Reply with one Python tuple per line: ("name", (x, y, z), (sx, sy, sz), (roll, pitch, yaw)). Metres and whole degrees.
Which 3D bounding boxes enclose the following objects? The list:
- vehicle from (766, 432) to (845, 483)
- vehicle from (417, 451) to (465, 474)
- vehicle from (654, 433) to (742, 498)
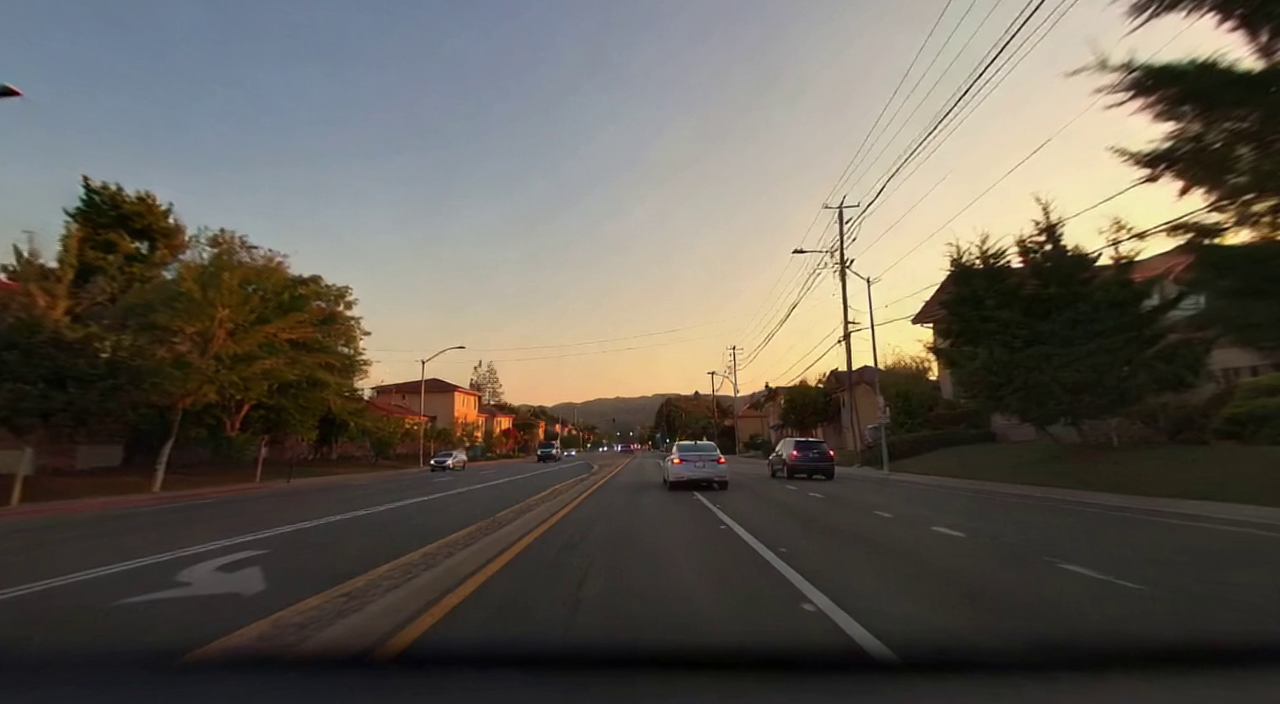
("vehicle", (6.661, 4.297, 25.916), (2.061, 1.889, 4.268), (0, -9, 0))
("vehicle", (-14.567, 8.089, 46.310), (1.980, 1.513, 4.583), (0, -9, 1))
("vehicle", (1.612, 3.361, 18.969), (2.138, 1.702, 4.168), (0, -9, -1))
